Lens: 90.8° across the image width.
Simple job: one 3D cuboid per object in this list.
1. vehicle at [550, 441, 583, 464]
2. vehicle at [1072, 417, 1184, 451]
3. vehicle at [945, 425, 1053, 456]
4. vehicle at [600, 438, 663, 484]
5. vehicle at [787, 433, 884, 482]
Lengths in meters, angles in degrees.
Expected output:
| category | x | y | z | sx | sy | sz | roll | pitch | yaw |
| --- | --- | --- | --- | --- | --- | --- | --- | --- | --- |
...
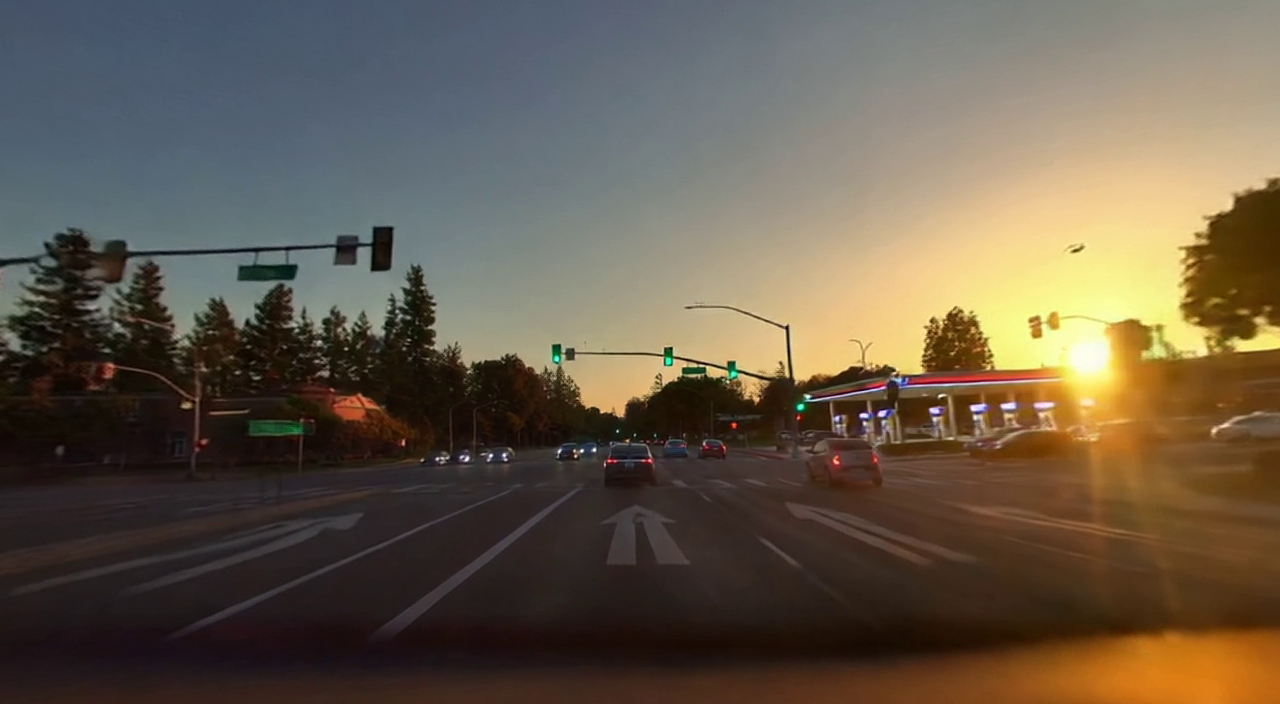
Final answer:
| category | x | y | z | sx | sy | sz | roll | pitch | yaw |
| --- | --- | --- | --- | --- | --- | --- | --- | --- | --- |
| vehicle | -5.584 | 7.707 | 48.544 | 1.990 | 1.673 | 4.436 | -1 | -8 | 1 |
| vehicle | 27.390 | 4.626 | 35.533 | 4.724 | 1.793 | 1.777 | 0 | -8 | 1 |
| vehicle | 20.034 | 4.974 | 35.406 | 4.796 | 1.488 | 1.966 | -2 | -9 | -1 |
| vehicle | -0.290 | 3.823 | 22.428 | 2.040 | 1.451 | 3.736 | 0 | -8 | 0 |
| vehicle | 6.558 | 3.580 | 21.743 | 1.890 | 1.489 | 4.396 | 0 | -8 | 0 |
